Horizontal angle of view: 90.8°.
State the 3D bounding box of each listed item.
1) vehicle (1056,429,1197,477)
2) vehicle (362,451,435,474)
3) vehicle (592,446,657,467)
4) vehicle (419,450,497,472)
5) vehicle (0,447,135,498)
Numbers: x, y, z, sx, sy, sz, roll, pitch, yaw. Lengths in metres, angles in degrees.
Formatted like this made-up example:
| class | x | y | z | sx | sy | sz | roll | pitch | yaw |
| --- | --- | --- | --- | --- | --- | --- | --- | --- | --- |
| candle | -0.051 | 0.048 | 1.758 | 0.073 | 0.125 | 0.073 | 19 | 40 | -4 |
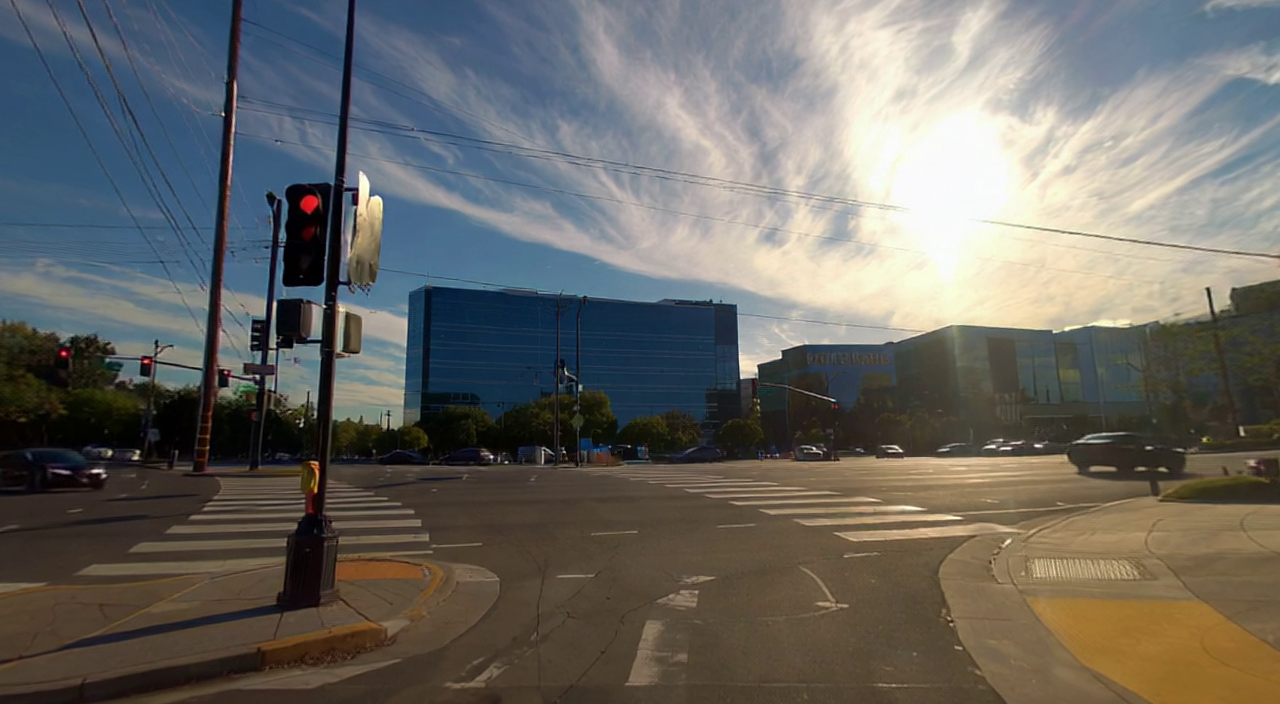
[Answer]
| class | x | y | z | sx | sy | sz | roll | pitch | yaw |
| --- | --- | --- | --- | --- | --- | --- | --- | --- | --- |
| vehicle | 18.337 | 3.782 | 23.830 | 4.530 | 1.648 | 2.075 | 3 | -9 | -22 |
| vehicle | -17.224 | 7.850 | 45.098 | 4.623 | 1.471 | 1.805 | 4 | -9 | -26 |
| vehicle | -1.147 | 7.550 | 45.810 | 4.391 | 1.451 | 1.717 | 4 | -9 | -26 |
| vehicle | -12.590 | 7.516 | 43.737 | 4.837 | 1.407 | 1.818 | 4 | -9 | -26 |
| vehicle | -18.932 | 3.774 | 20.188 | 4.700 | 1.479 | 2.095 | -3 | -9 | 20 |
